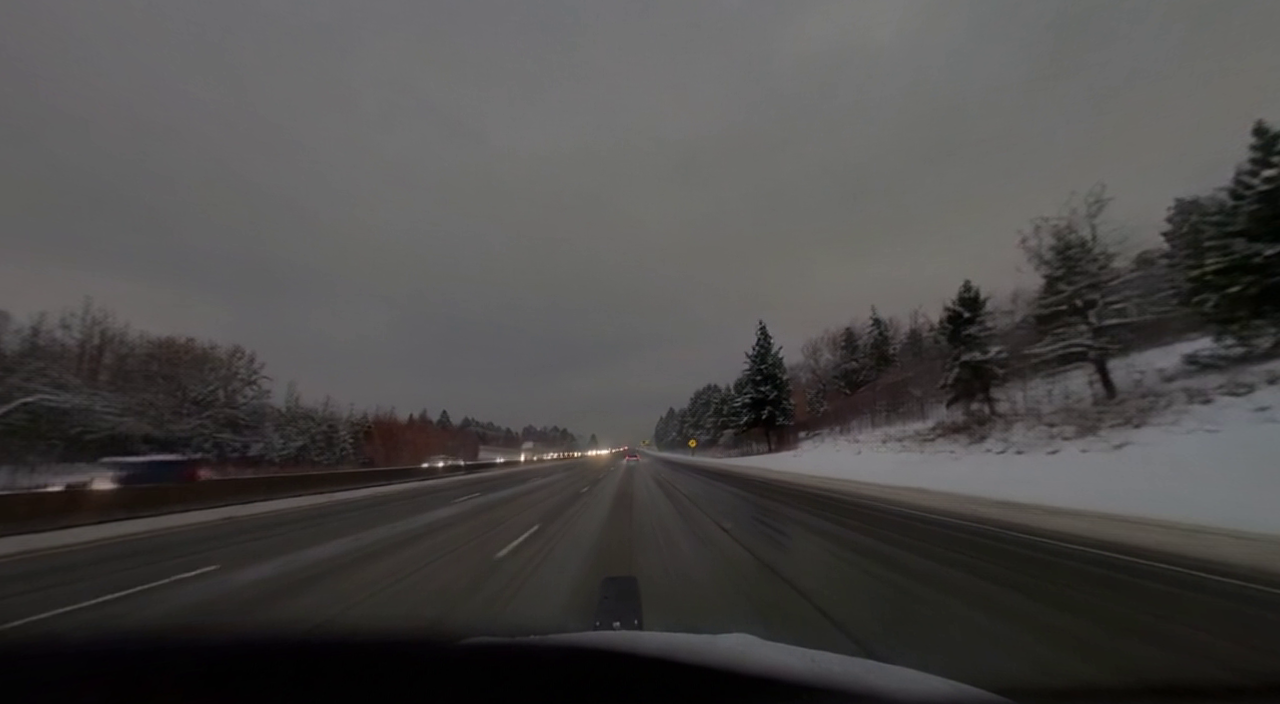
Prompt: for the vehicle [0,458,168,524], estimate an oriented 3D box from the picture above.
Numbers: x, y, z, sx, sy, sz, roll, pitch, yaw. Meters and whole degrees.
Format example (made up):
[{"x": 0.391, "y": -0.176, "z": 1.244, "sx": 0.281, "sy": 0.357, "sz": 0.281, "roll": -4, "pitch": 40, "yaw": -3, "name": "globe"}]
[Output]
[{"x": -15.453, "y": 3.661, "z": 17.029, "sx": 1.903, "sy": 1.503, "sz": 4.309, "roll": 0, "pitch": -9, "yaw": -1, "name": "vehicle"}]
